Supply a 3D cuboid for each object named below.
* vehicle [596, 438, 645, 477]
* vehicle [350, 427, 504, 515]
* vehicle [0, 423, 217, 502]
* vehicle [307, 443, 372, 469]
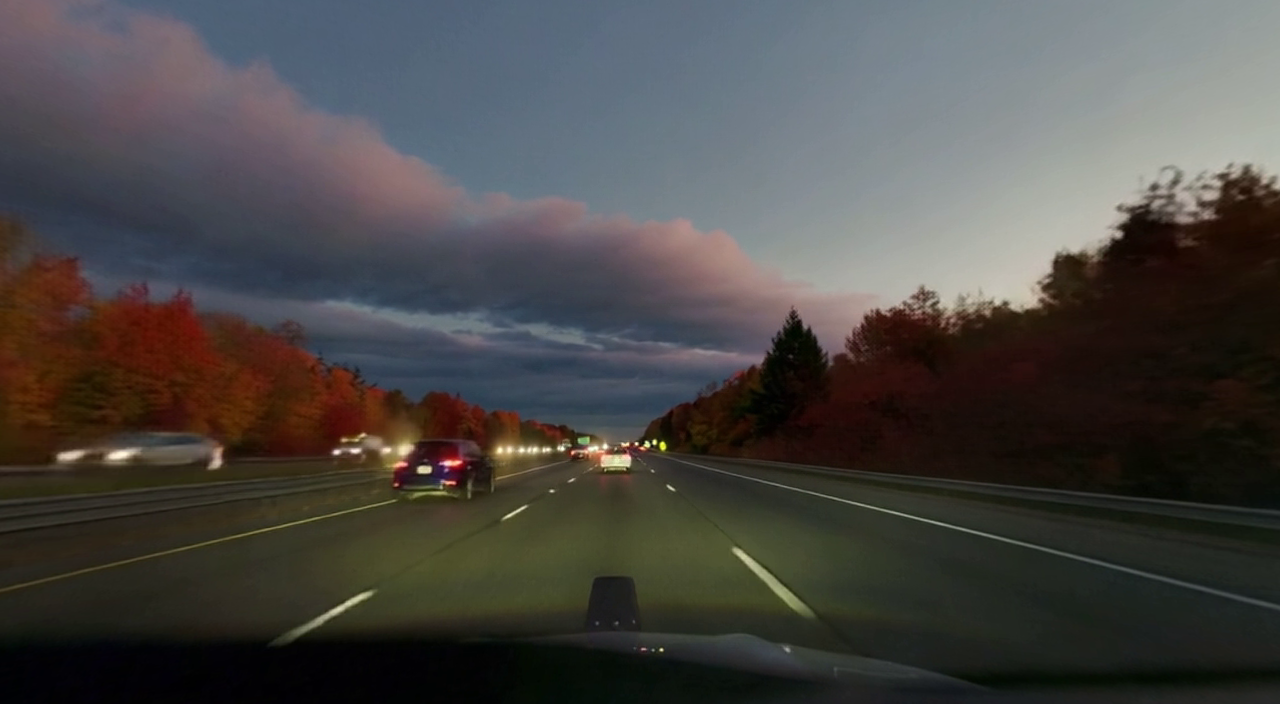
[{"bbox_3d":[-0.906,4.853,29.012,2.115,1.661,4.049,0,-9,-2],"label":"vehicle"},{"bbox_3d":[-4.695,2.699,14.695,1.974,1.688,4.727,0,-9,-1],"label":"vehicle"},{"bbox_3d":[-13.029,2.680,15.489,2.045,1.647,4.454,0,-9,-1],"label":"vehicle"},{"bbox_3d":[-18.363,6.362,38.503,1.836,1.468,4.497,0,-9,-1],"label":"vehicle"}]
